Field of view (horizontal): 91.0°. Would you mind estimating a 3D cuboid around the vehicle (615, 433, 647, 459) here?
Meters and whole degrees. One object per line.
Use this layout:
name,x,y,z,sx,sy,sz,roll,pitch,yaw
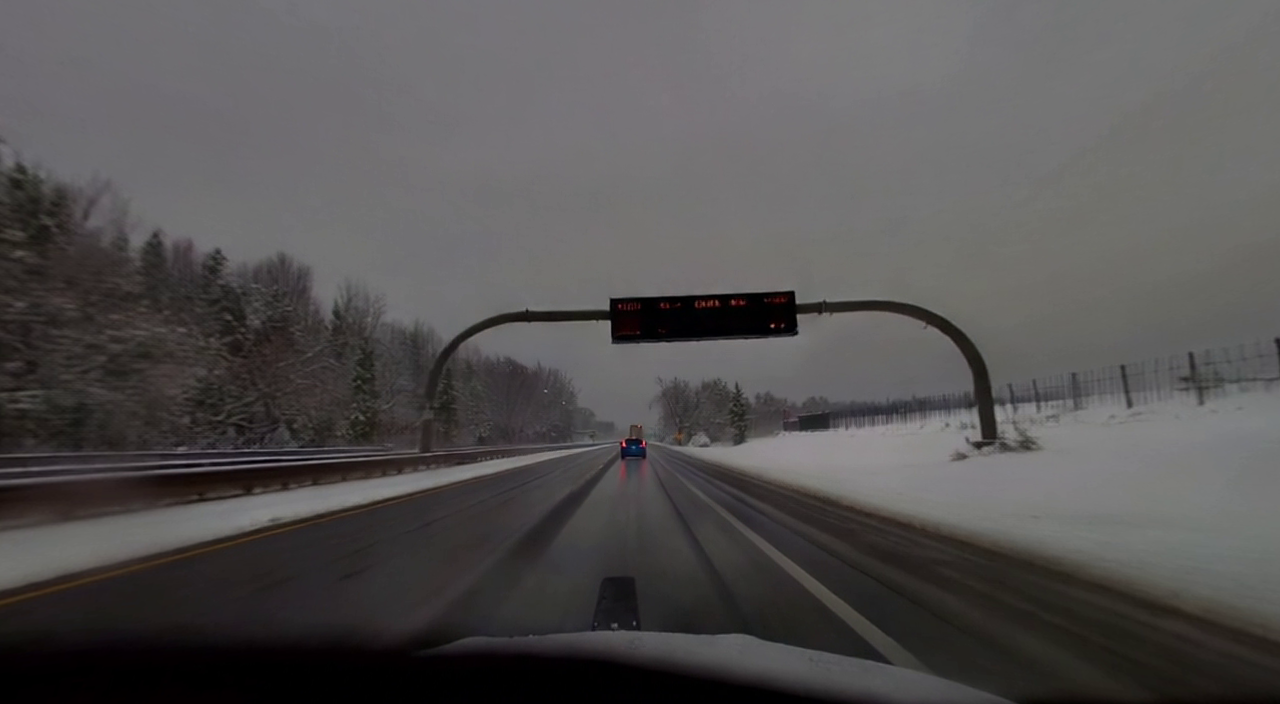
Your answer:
vehicle,-0.640,6.666,44.651,2.180,1.717,4.139,0,-8,-1
